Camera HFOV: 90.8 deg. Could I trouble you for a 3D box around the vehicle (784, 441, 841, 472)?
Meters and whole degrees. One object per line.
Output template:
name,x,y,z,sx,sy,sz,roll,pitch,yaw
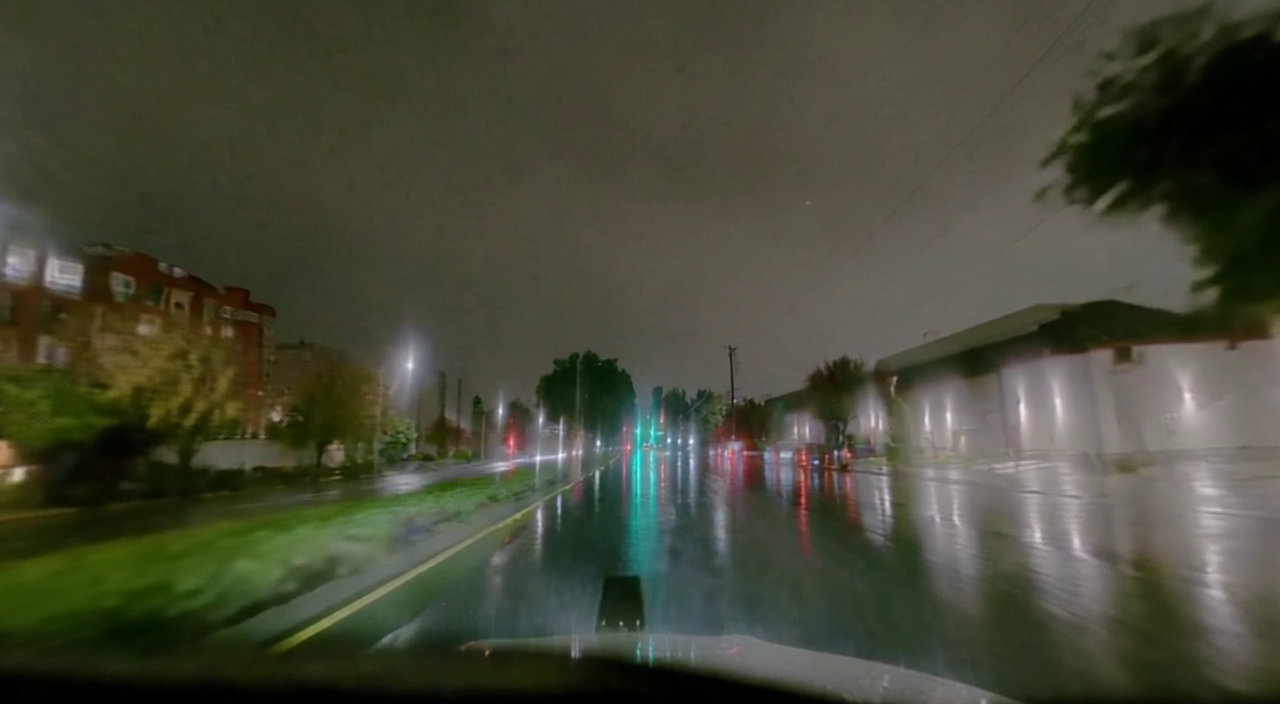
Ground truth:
vehicle,9.912,6.018,36.671,1.984,1.672,4.262,0,-9,-2
